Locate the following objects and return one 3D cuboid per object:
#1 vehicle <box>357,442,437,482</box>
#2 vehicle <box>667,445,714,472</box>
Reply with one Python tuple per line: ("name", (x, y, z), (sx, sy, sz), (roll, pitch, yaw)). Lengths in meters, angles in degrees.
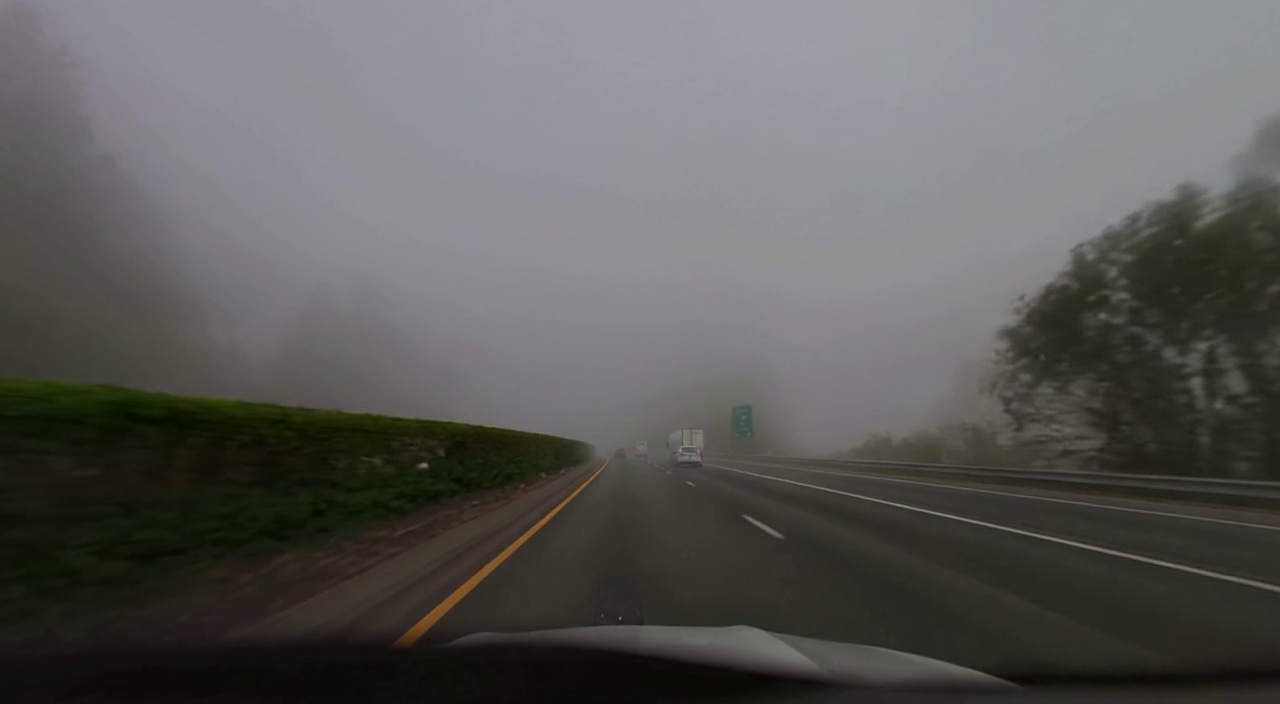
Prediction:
("vehicle", (-9.752, 4.415, 25.455), (1.786, 1.466, 3.718), (0, -9, -1))
("vehicle", (2.873, 6.248, 36.984), (2.244, 1.498, 4.338), (0, -9, -2))
